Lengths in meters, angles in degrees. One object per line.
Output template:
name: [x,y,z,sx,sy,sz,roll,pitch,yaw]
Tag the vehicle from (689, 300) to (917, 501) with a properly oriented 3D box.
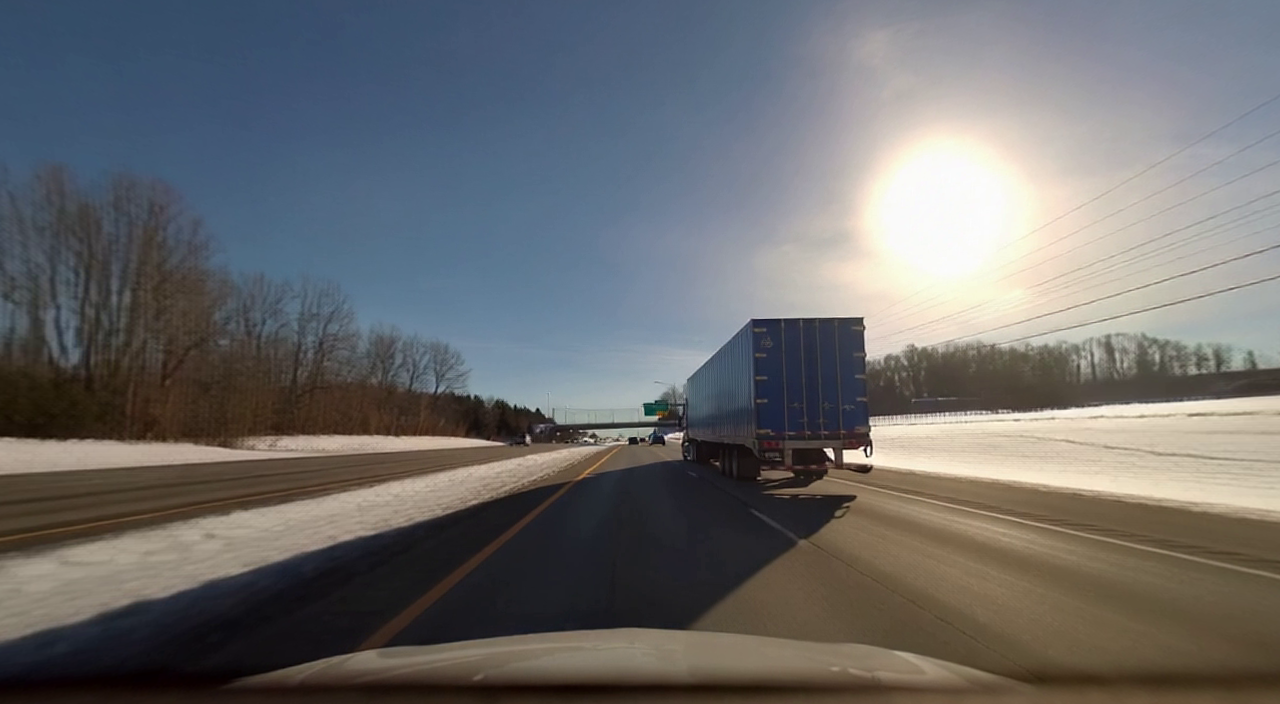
vehicle: [4.094,2.159,21.910,3.203,4.273,17.131,0,-8,-1]
